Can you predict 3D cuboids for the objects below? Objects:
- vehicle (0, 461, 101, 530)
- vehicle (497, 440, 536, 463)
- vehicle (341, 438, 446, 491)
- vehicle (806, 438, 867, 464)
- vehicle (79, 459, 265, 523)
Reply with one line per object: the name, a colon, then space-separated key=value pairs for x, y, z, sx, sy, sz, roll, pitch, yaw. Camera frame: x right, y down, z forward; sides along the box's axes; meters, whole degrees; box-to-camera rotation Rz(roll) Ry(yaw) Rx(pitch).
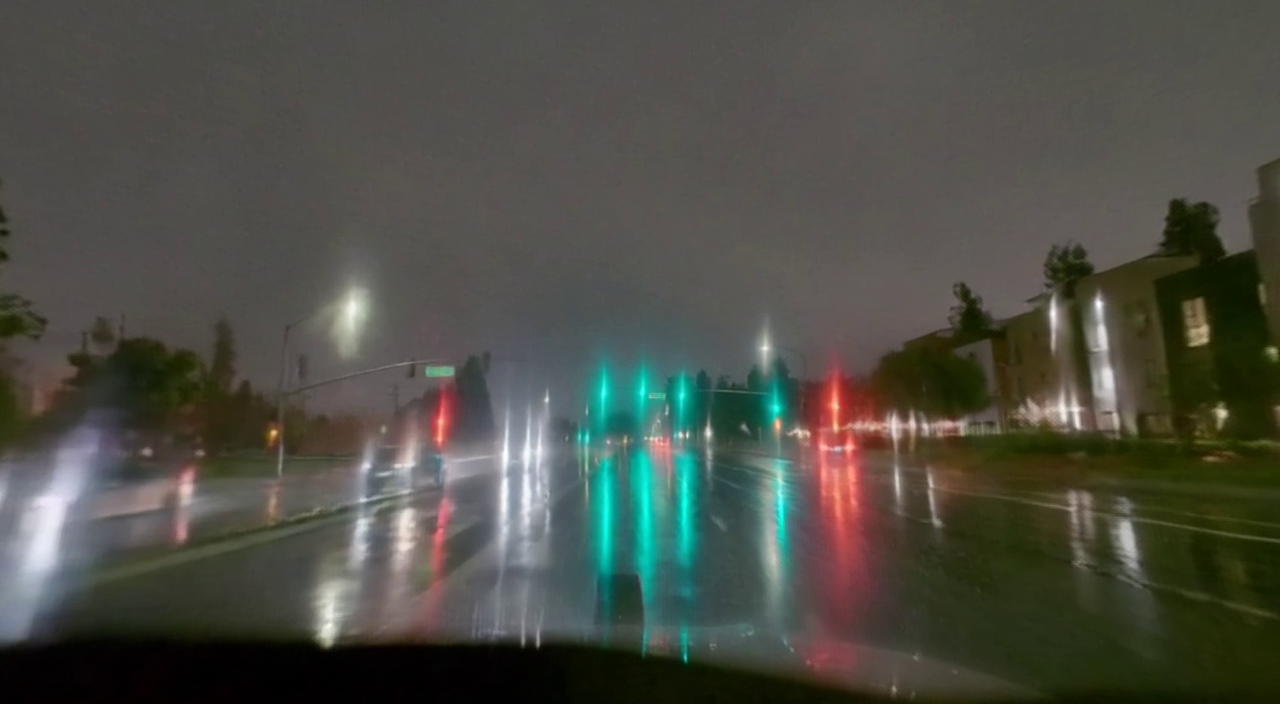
vehicle: x=-15.189 y=3.257 z=14.233 sx=1.989 sy=1.460 sz=4.711 roll=0 pitch=-8 yaw=-1
vehicle: x=-9.330 y=7.551 z=48.160 sx=2.010 sy=1.682 sz=4.346 roll=-1 pitch=-8 yaw=1
vehicle: x=-8.739 y=3.998 z=22.886 sx=2.035 sy=1.711 sz=4.463 roll=0 pitch=-8 yaw=-1
vehicle: x=11.586 y=5.852 z=37.551 sx=1.955 sy=1.455 sz=4.727 roll=0 pitch=-8 yaw=-2
vehicle: x=-11.733 y=3.467 z=16.231 sx=1.880 sy=1.344 sz=3.782 roll=0 pitch=-8 yaw=0
